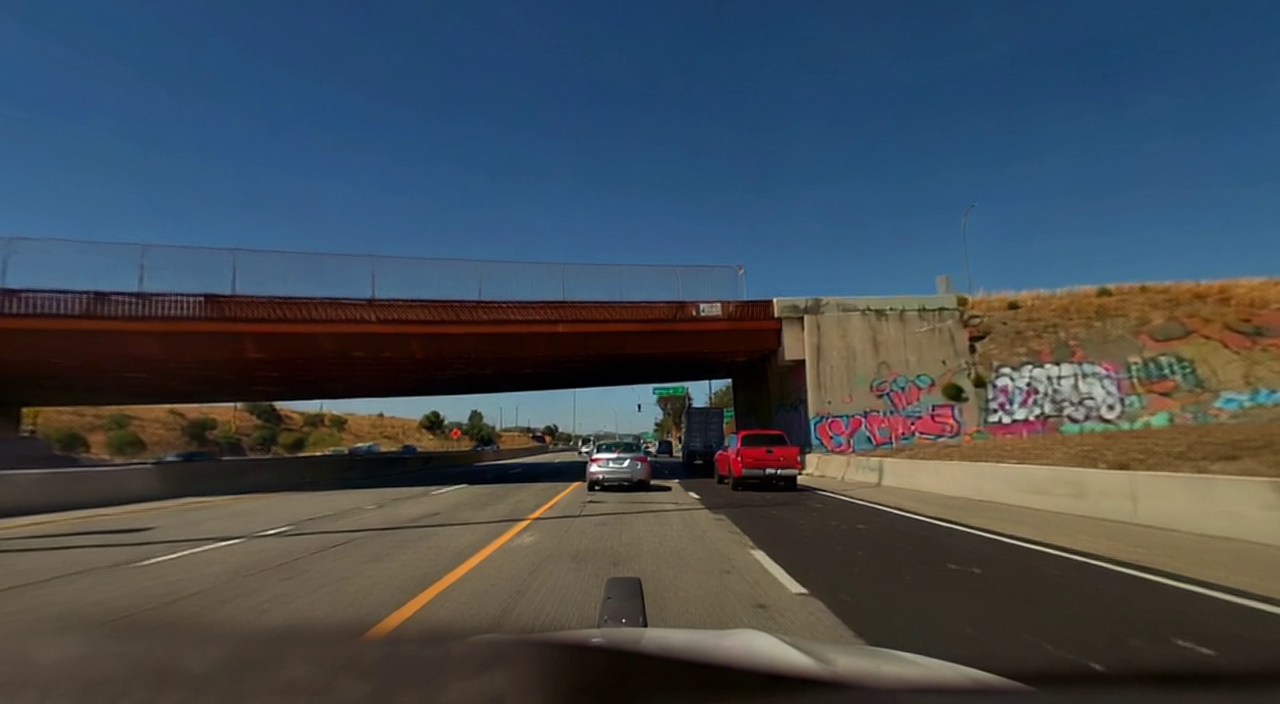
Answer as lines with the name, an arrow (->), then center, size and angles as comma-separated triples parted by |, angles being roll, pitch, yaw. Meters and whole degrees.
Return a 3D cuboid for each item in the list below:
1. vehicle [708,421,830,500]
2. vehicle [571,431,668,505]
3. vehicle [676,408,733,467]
vehicle -> 3.491, 3.104, 18.544 | 2.311, 1.922, 5.977 | 0, -8, 0
vehicle -> -0.457, 2.902, 16.210 | 2.193, 1.651, 3.946 | 0, -8, 0
vehicle -> 3.952, 5.500, 40.315 | 2.873, 3.408, 7.323 | 0, -8, 0
